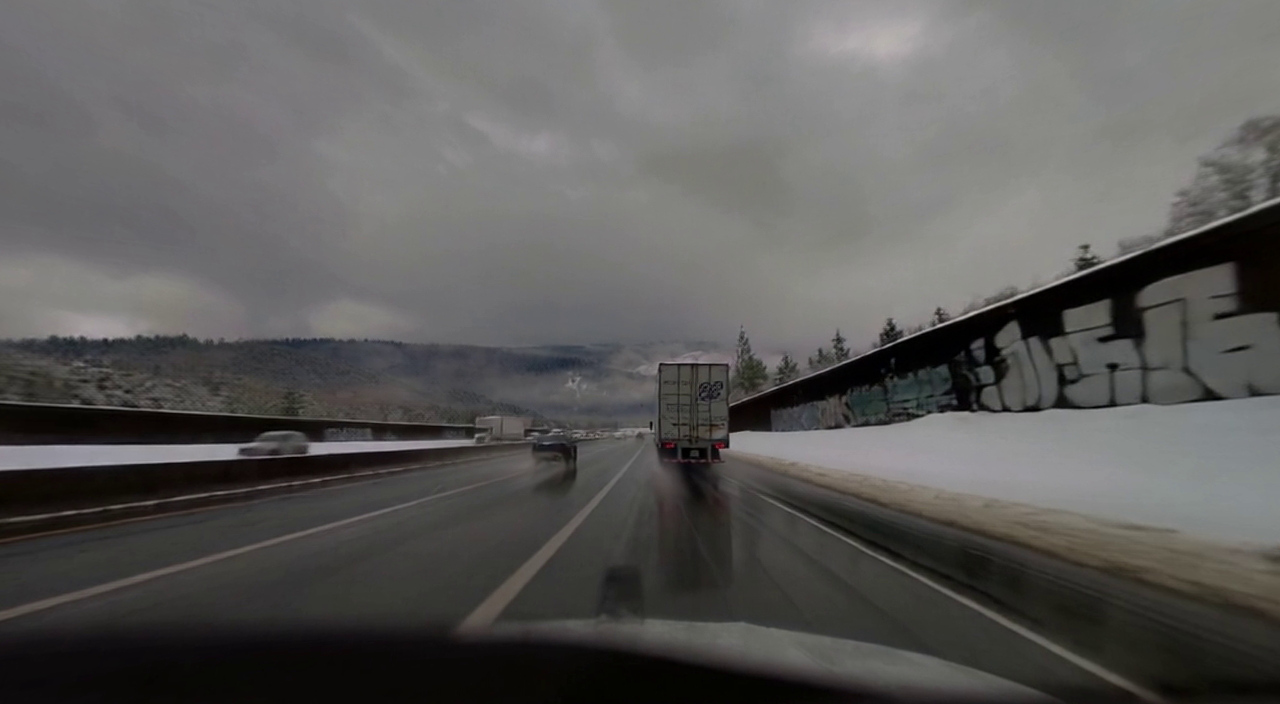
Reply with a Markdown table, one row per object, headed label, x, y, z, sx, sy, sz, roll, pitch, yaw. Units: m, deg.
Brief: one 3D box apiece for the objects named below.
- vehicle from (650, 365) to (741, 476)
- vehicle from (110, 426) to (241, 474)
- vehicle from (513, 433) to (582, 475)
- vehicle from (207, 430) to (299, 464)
| label | x | y | z | sx | sy | sz | roll | pitch | yaw |
| --- | --- | --- | --- | --- | --- | --- | --- | --- | --- |
| vehicle | 1.967 | 3.035 | 26.819 | 2.921 | 3.765 | 10.773 | 0 | -8 | 0 |
| vehicle | -13.839 | 2.915 | 19.021 | 1.451 | 1.315 | 3.210 | 0 | -8 | 1 |
| vehicle | -3.668 | 4.111 | 25.797 | 1.982 | 1.535 | 4.519 | 0 | -8 | 2 |
| vehicle | -17.382 | 4.264 | 28.513 | 1.751 | 1.411 | 3.738 | 0 | -8 | 0 |
